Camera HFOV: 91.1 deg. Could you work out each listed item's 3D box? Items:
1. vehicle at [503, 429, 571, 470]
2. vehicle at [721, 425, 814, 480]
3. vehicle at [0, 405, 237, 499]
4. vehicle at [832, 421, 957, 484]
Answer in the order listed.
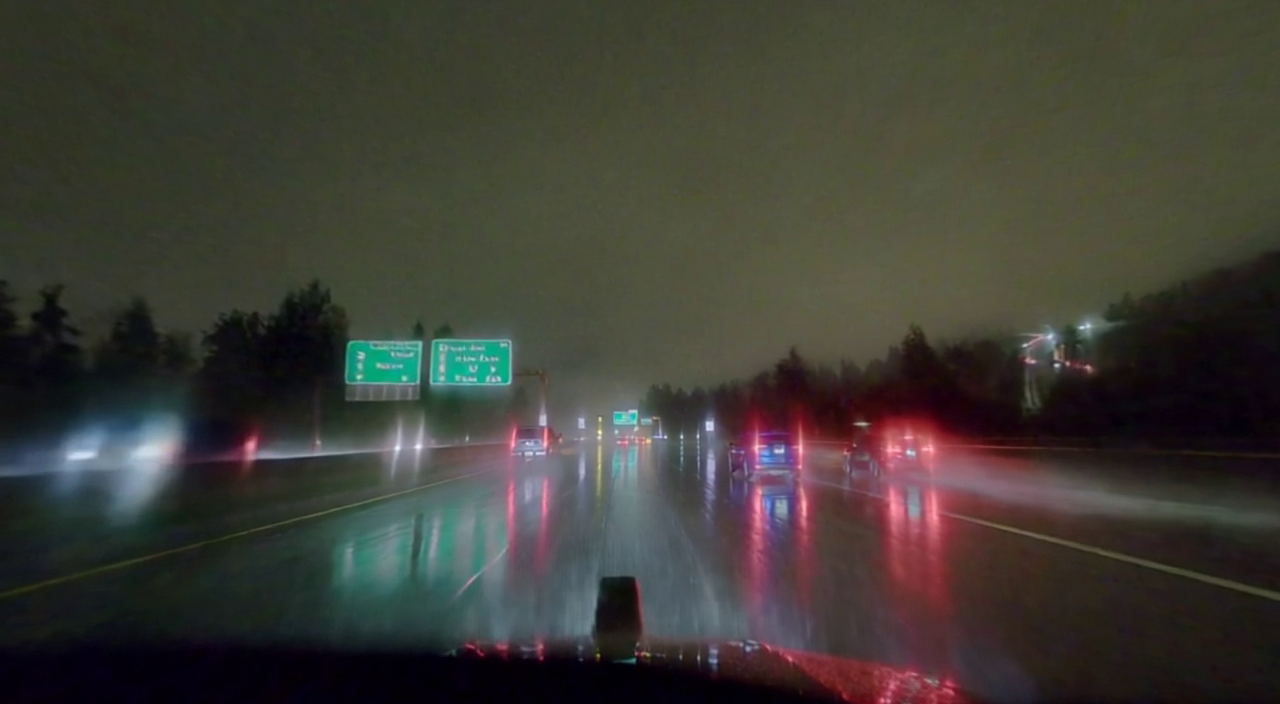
[{"bbox_3d":[-3.916,3.780,24.637,2.032,1.465,4.316,0,-8,-1],"label":"vehicle"},{"bbox_3d":[3.958,3.188,20.238,2.011,1.576,4.060,0,-8,-2],"label":"vehicle"},{"bbox_3d":[-16.955,3.257,21.049,2.361,2.616,6.862,0,-8,-1],"label":"vehicle"},{"bbox_3d":[7.322,2.910,18.569,1.956,1.634,3.935,0,-8,-1],"label":"vehicle"}]
